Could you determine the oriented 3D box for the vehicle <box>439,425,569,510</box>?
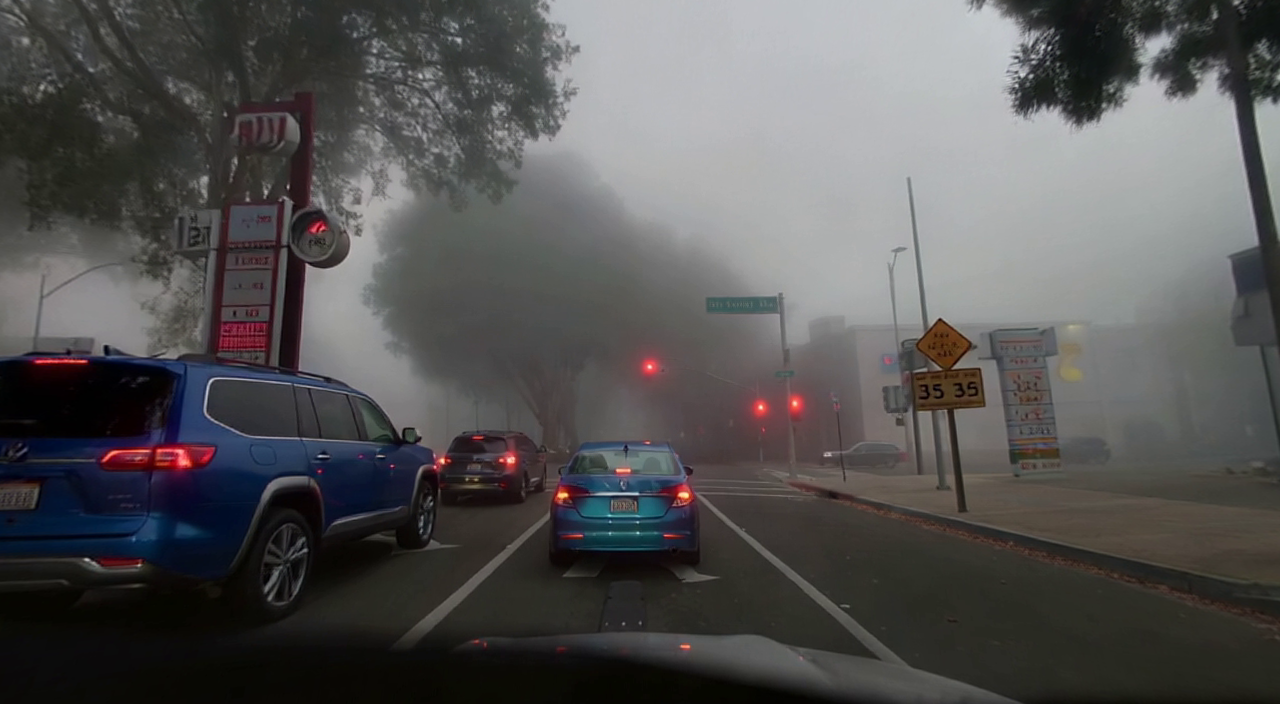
[{"bbox_3d":[-2.935,2.604,14.598,2.047,1.664,4.148,0,-8,1],"label":"vehicle"}]

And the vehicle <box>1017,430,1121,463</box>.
[{"bbox_3d":[23.461,5.208,34.497,4.116,1.719,2.069,-2,-9,11],"label":"vehicle"}]

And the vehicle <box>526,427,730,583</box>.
[{"bbox_3d":[-0.157,1.786,8.188,1.966,1.481,4.146,0,-8,-1],"label":"vehicle"}]

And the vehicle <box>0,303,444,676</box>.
[{"bbox_3d":[-3.834,1.127,6.153,2.152,2.118,5.066,0,-8,0],"label":"vehicle"}]

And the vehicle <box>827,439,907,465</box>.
[{"bbox_3d":[12.899,5.711,35.866,3.924,1.447,2.039,-1,-9,8],"label":"vehicle"}]
